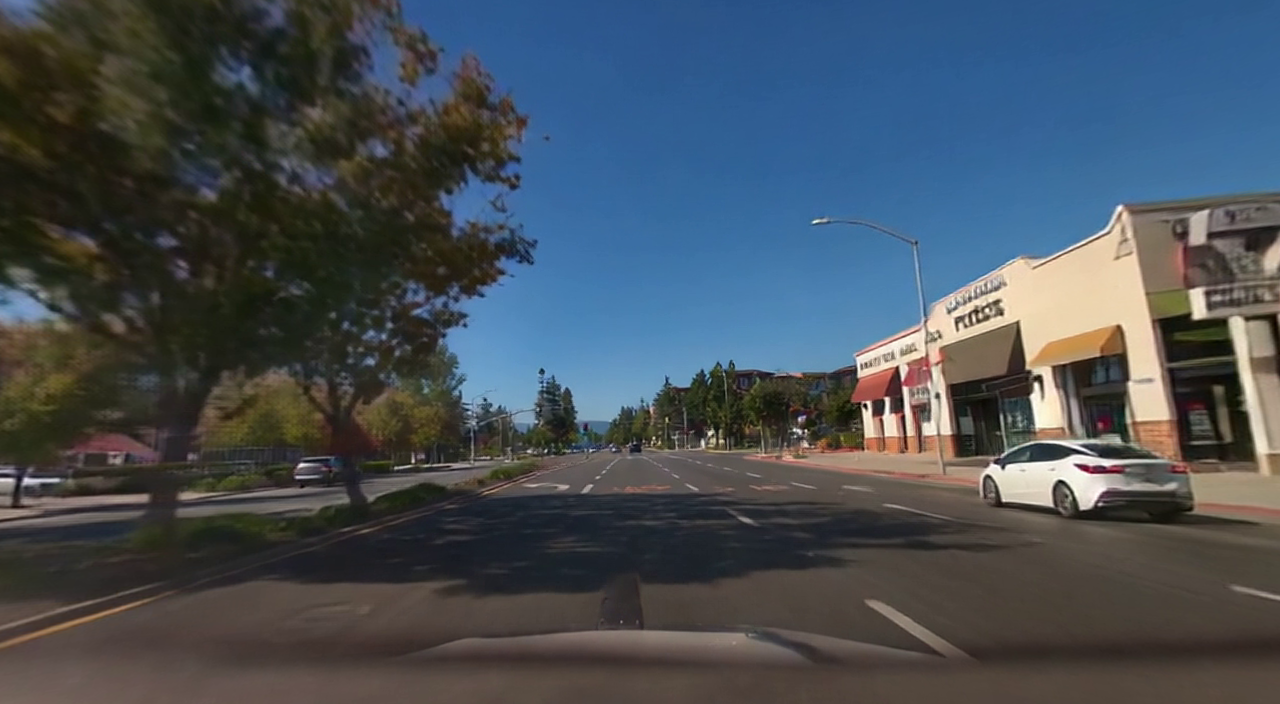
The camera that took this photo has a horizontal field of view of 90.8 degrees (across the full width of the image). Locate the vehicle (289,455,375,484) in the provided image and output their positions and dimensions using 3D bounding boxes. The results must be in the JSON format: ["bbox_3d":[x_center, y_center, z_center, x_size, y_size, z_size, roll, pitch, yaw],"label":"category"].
[{"bbox_3d":[-17.473,6.622,35.816,4.523,1.494,1.857,-4,-9,25],"label":"vehicle"}]

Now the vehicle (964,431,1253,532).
[{"bbox_3d":[8.023,2.231,11.501,1.936,1.460,4.258,0,-8,-1],"label":"vehicle"}]
